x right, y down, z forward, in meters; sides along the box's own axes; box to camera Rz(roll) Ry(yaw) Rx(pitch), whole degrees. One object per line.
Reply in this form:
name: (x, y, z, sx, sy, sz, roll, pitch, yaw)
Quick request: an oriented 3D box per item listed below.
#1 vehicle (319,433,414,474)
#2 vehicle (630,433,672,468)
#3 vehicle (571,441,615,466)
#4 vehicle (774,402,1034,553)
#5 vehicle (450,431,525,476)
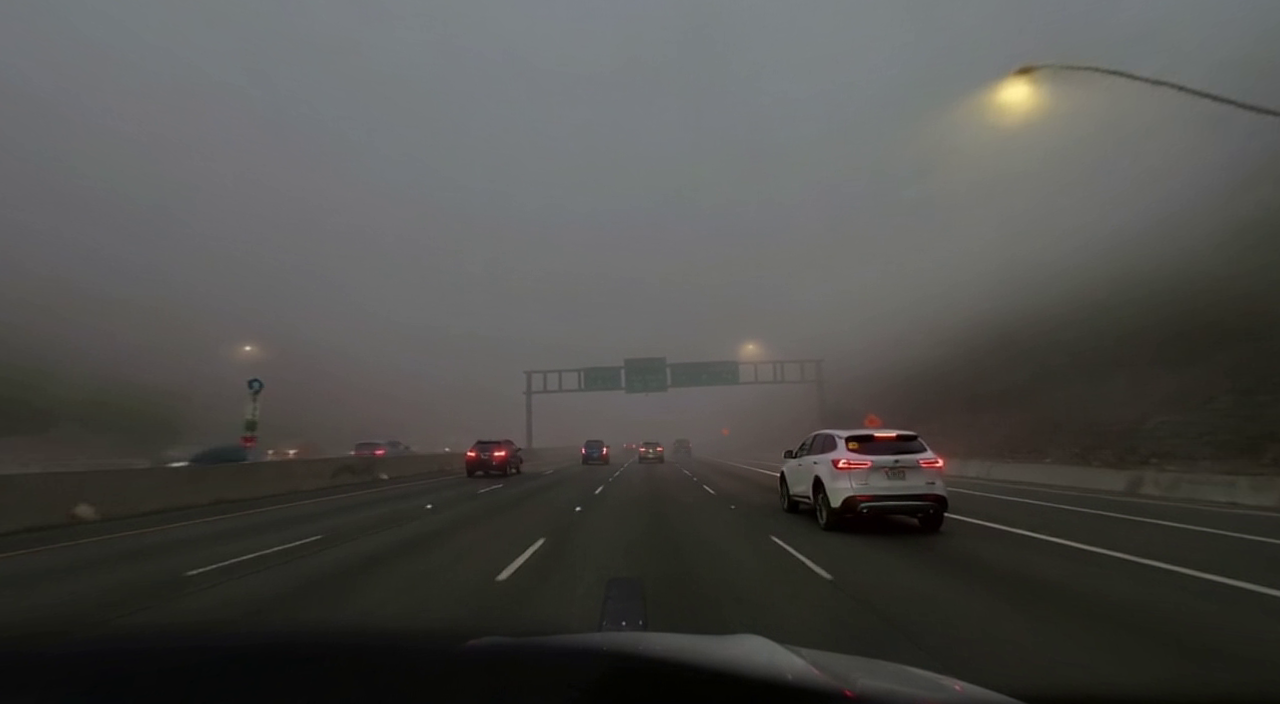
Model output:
vehicle: (-12.364, 4.600, 28.916, 2.076, 1.701, 5.093, 0, -8, 0)
vehicle: (0.606, 5.325, 34.240, 2.133, 1.739, 3.925, 0, -8, 1)
vehicle: (-2.677, 5.945, 37.081, 2.205, 1.406, 4.286, 0, -8, 1)
vehicle: (3.716, 1.868, 10.061, 2.083, 1.823, 4.627, 0, -8, -1)
vehicle: (-6.100, 4.111, 25.745, 1.946, 1.688, 4.019, 0, -8, 1)
